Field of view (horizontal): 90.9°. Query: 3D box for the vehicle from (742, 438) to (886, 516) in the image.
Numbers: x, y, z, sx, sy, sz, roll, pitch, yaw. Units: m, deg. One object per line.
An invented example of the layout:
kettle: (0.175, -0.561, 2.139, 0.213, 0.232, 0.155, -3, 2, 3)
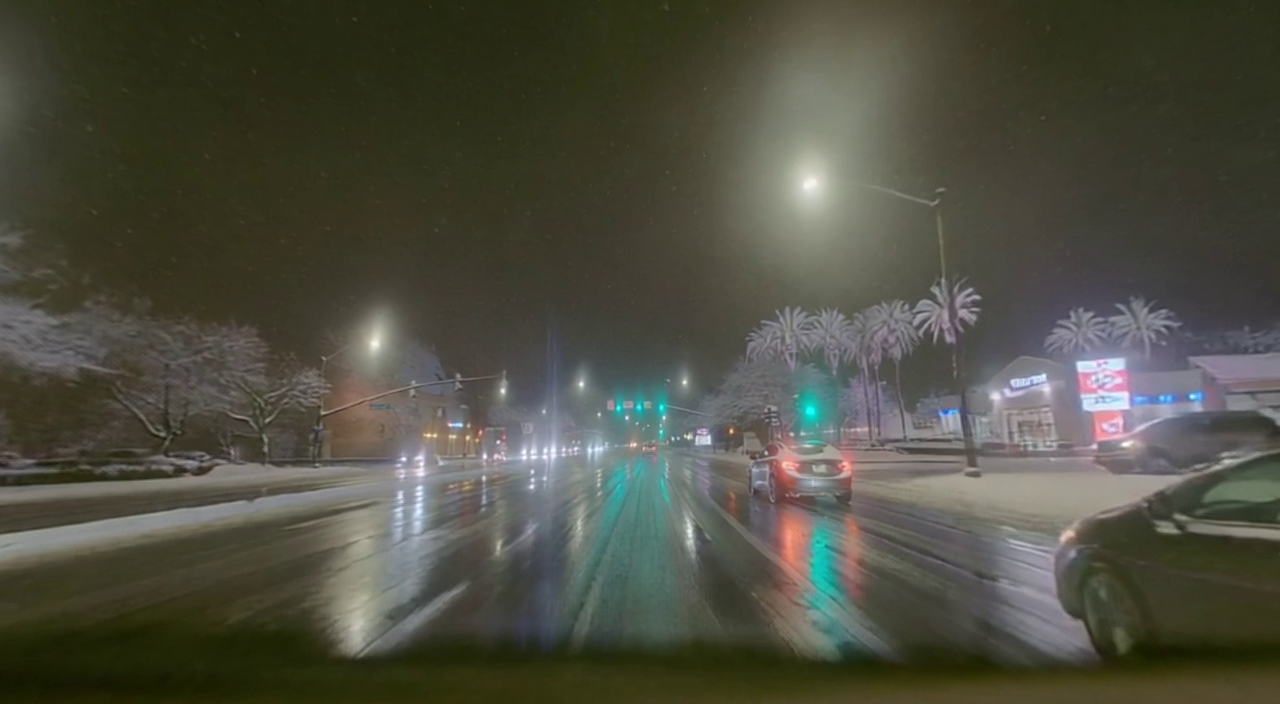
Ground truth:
vehicle: (3.705, 2.736, 14.436, 1.870, 1.467, 4.800, 0, -8, -1)

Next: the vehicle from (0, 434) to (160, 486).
vehicle: (-30.968, 5.940, 34.813, 7.019, 2.687, 2.419, -1, -8, 4)

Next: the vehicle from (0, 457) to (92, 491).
vehicle: (-29.650, 5.908, 30.822, 1.966, 1.430, 4.309, 0, -9, -4)

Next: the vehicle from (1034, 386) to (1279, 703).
vehicle: (3.619, 0.834, 2.095, 1.931, 1.534, 4.126, 0, -8, 0)

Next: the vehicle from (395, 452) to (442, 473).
vehicle: (-17.030, 8.482, 48.600, 1.961, 1.500, 4.291, 0, -8, 1)
